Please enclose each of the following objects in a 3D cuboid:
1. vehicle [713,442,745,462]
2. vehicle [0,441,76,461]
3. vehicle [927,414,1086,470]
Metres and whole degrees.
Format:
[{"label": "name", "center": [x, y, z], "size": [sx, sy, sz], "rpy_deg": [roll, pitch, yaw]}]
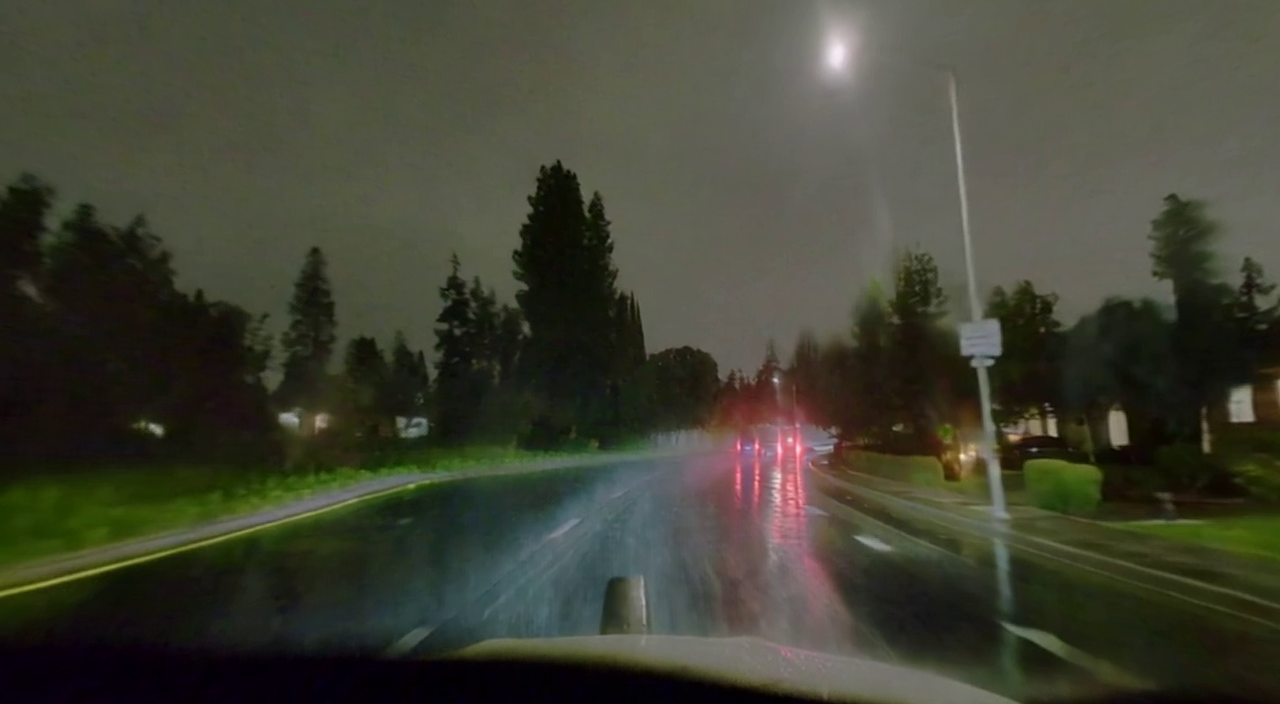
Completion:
[{"label": "vehicle", "center": [6.818, 7.579, 47.987], "size": [2.050, 1.456, 4.003], "rpy_deg": [-2, -9, 12]}, {"label": "vehicle", "center": [-47.233, 7.672, 49.019], "size": [4.753, 1.513, 2.102], "rpy_deg": [-1, -8, 4]}, {"label": "vehicle", "center": [13.983, 3.484, 24.389], "size": [4.672, 2.044, 2.248], "rpy_deg": [-1, -9, 9]}]
